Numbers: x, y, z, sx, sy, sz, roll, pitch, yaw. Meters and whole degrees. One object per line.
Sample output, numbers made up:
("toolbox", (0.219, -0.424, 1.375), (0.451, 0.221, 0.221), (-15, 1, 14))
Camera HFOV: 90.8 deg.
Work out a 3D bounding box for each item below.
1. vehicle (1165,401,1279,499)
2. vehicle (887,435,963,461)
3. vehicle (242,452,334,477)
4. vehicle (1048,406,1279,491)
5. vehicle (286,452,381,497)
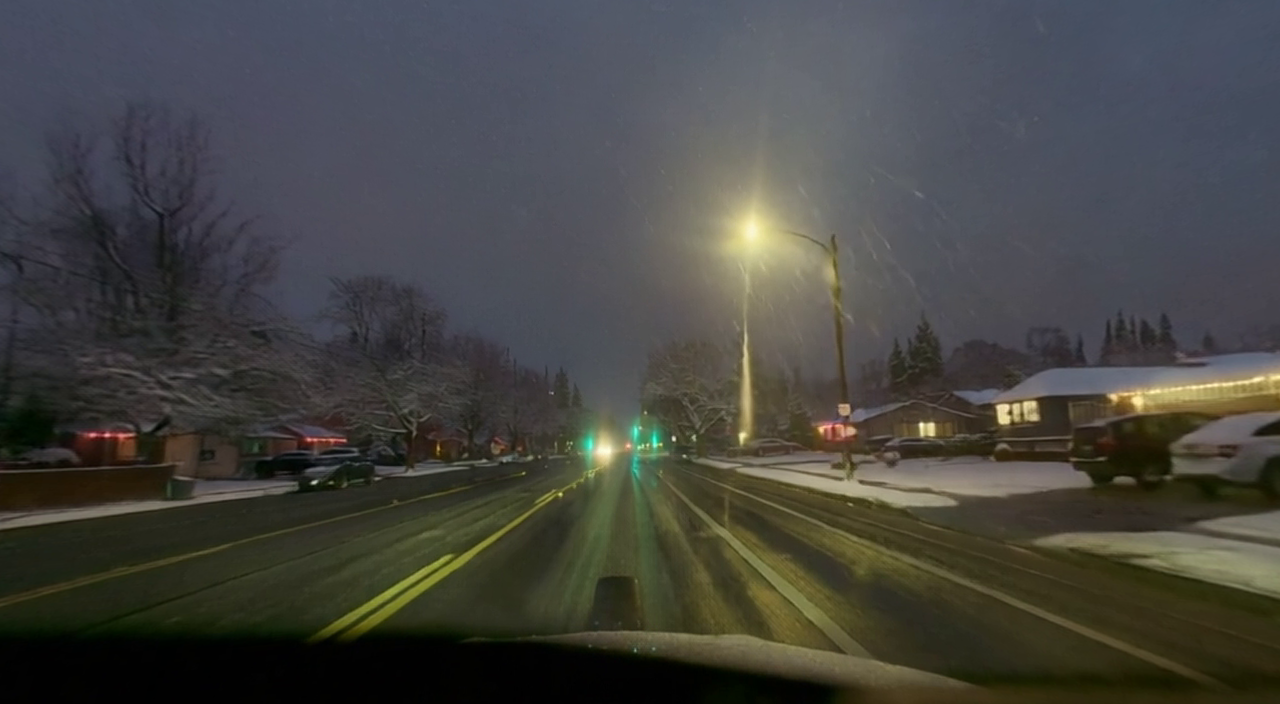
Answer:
("vehicle", (13.682, 1.923, 12.584), (4.629, 1.770, 1.959), (0, -8, -1))
("vehicle", (18.086, 6.089, 40.228), (3.858, 1.583, 1.931), (0, -8, -1))
("vehicle", (-21.583, 6.902, 38.911), (4.491, 1.467, 1.861), (0, -8, -4))
("vehicle", (13.147, 2.378, 15.665), (4.594, 1.921, 2.021), (0, -8, -2))
("vehicle", (-12.898, 5.151, 26.925), (1.936, 1.504, 4.456), (-2, -7, -1))
